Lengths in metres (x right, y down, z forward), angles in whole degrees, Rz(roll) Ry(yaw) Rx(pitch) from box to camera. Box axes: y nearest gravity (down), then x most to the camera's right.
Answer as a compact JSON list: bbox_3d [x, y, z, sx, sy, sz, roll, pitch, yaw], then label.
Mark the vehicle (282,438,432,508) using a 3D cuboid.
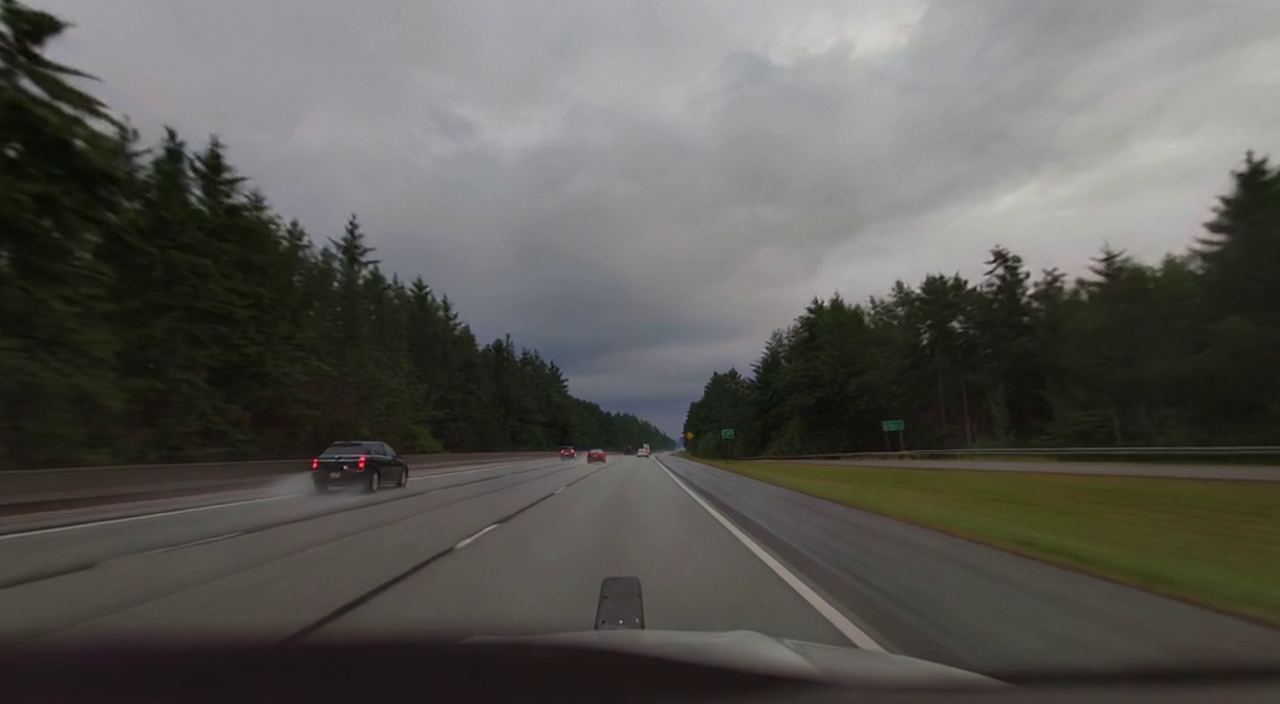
[{"bbox_3d":[-7.302,3.151,16.816,2.007,1.616,4.141,0,-9,1],"label":"vehicle"}]
